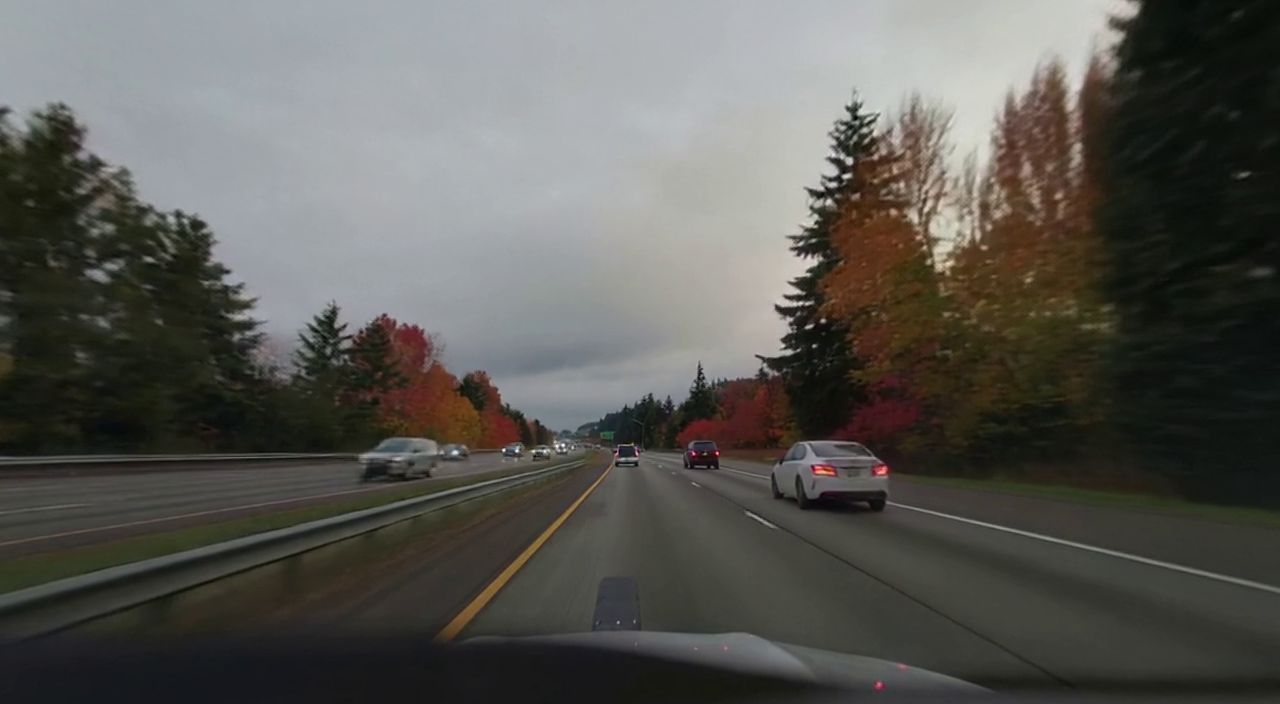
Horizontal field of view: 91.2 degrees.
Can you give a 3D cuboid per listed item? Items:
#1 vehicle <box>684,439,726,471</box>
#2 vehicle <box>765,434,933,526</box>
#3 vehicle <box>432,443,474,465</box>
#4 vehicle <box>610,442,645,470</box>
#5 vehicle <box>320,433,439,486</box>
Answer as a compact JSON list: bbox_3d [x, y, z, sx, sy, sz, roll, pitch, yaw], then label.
[{"bbox_3d":[3.786,6.058,37.130,1.982,1.745,4.151,0,-9,-1],"label":"vehicle"},{"bbox_3d":[3.921,2.457,12.565,1.968,1.513,3.911,0,-9,0],"label":"vehicle"},{"bbox_3d":[-13.488,7.348,45.412,1.874,1.498,3.922,0,-9,-1],"label":"vehicle"},{"bbox_3d":[-0.808,6.694,40.473,2.151,1.693,4.201,0,-9,-1],"label":"vehicle"},{"bbox_3d":[-8.292,3.455,20.466,1.918,1.511,4.549,0,-9,0],"label":"vehicle"}]
